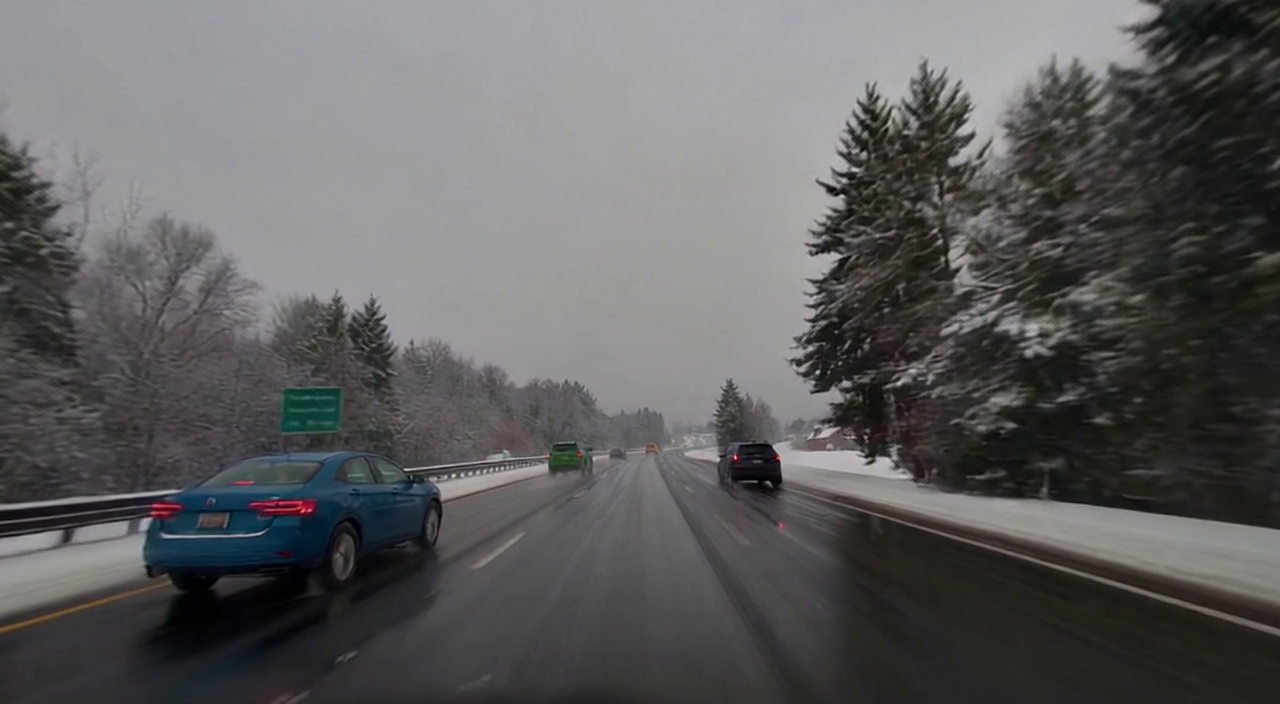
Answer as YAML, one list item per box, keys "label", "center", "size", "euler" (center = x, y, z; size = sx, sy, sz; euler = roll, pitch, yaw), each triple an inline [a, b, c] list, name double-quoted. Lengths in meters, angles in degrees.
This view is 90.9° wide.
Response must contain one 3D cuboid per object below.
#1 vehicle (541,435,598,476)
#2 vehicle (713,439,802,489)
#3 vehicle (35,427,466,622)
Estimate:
- label: "vehicle"
  center: [-3.366, 5.053, 30.932]
  size: [2.122, 1.847, 4.696]
  euler: [0, -9, 1]
- label: "vehicle"
  center: [3.799, 3.734, 21.310]
  size: [2.100, 1.472, 4.533]
  euler: [0, -9, -1]
- label: "vehicle"
  center: [-3.614, 1.659, 7.118]
  size: [1.948, 1.475, 4.461]
  euler: [0, -9, 1]
